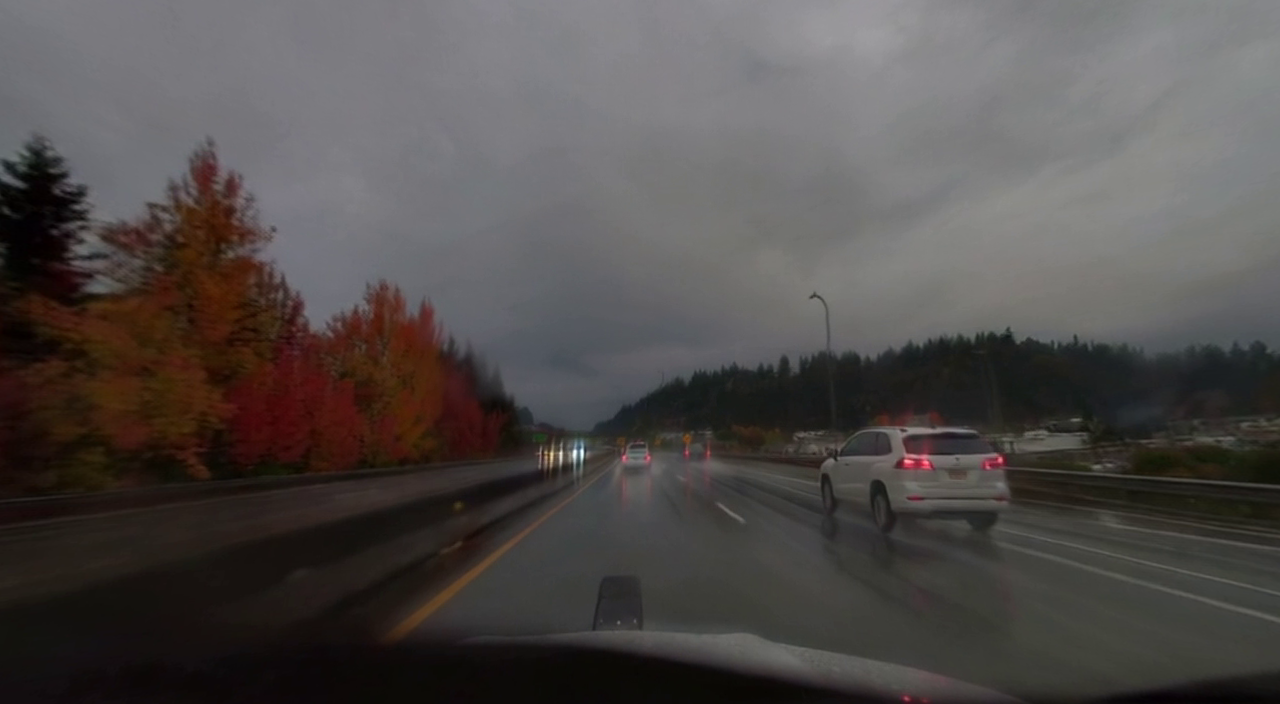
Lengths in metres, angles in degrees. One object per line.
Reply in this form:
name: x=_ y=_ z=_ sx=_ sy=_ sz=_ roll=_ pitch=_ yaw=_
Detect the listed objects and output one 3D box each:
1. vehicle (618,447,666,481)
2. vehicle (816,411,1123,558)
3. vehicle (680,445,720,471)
vehicle: x=0.049 y=5.013 z=28.276 sx=2.037 sy=1.418 sz=3.793 roll=0 pitch=-9 yaw=-1
vehicle: x=4.516 y=1.907 z=9.647 sx=2.250 sy=1.718 sz=4.358 roll=0 pitch=-9 yaw=-1
vehicle: x=3.635 y=6.531 z=38.747 sx=1.959 sy=1.528 sz=4.207 roll=0 pitch=-9 yaw=-1
